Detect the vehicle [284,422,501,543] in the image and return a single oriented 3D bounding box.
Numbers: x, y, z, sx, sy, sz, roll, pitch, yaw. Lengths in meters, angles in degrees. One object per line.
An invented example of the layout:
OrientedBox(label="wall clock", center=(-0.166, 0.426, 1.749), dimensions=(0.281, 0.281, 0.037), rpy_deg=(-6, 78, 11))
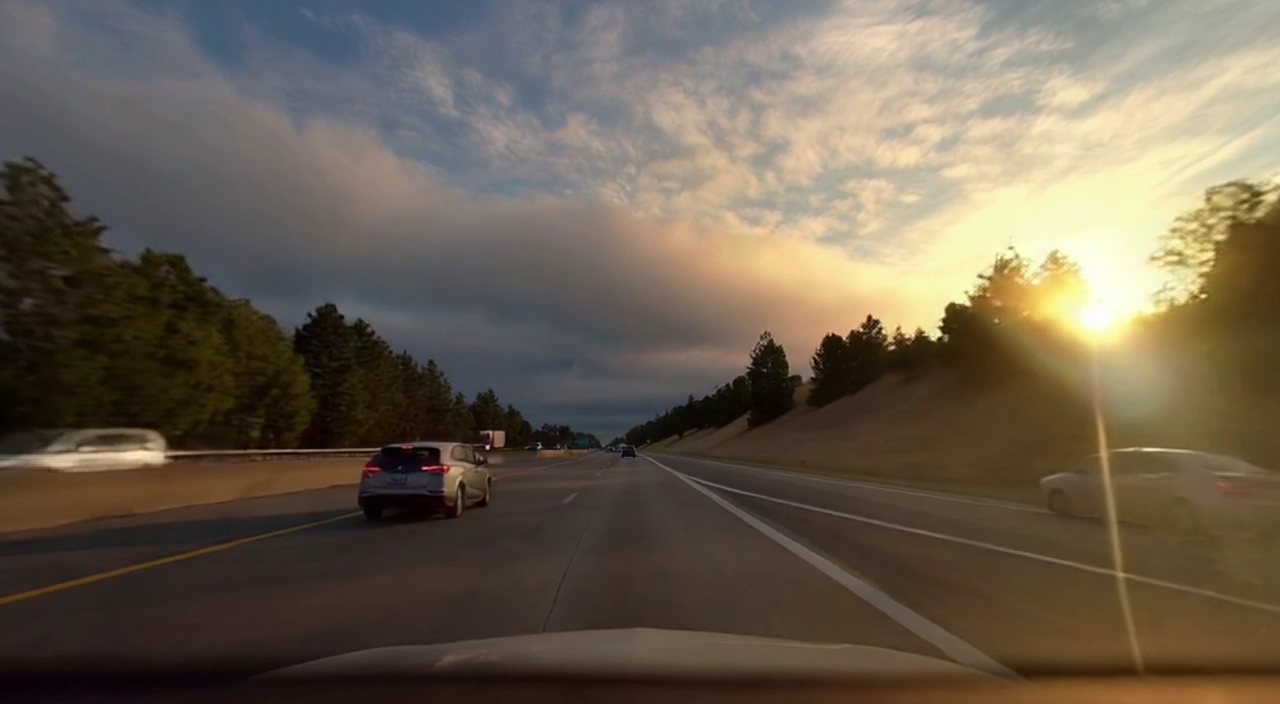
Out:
OrientedBox(label="vehicle", center=(-4.078, 2.224, 11.359), dimensions=(2.111, 1.717, 4.426), rpy_deg=(0, -9, 0))

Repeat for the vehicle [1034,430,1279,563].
OrientedBox(label="vehicle", center=(8.381, 1.906, 8.735), dimensions=(2.117, 1.558, 4.736), rpy_deg=(2, -9, -12))

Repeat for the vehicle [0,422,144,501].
OrientedBox(label="vehicle", center=(-13.193, 2.299, 13.314), dimensions=(1.870, 1.489, 4.309), rpy_deg=(0, -9, -1))
